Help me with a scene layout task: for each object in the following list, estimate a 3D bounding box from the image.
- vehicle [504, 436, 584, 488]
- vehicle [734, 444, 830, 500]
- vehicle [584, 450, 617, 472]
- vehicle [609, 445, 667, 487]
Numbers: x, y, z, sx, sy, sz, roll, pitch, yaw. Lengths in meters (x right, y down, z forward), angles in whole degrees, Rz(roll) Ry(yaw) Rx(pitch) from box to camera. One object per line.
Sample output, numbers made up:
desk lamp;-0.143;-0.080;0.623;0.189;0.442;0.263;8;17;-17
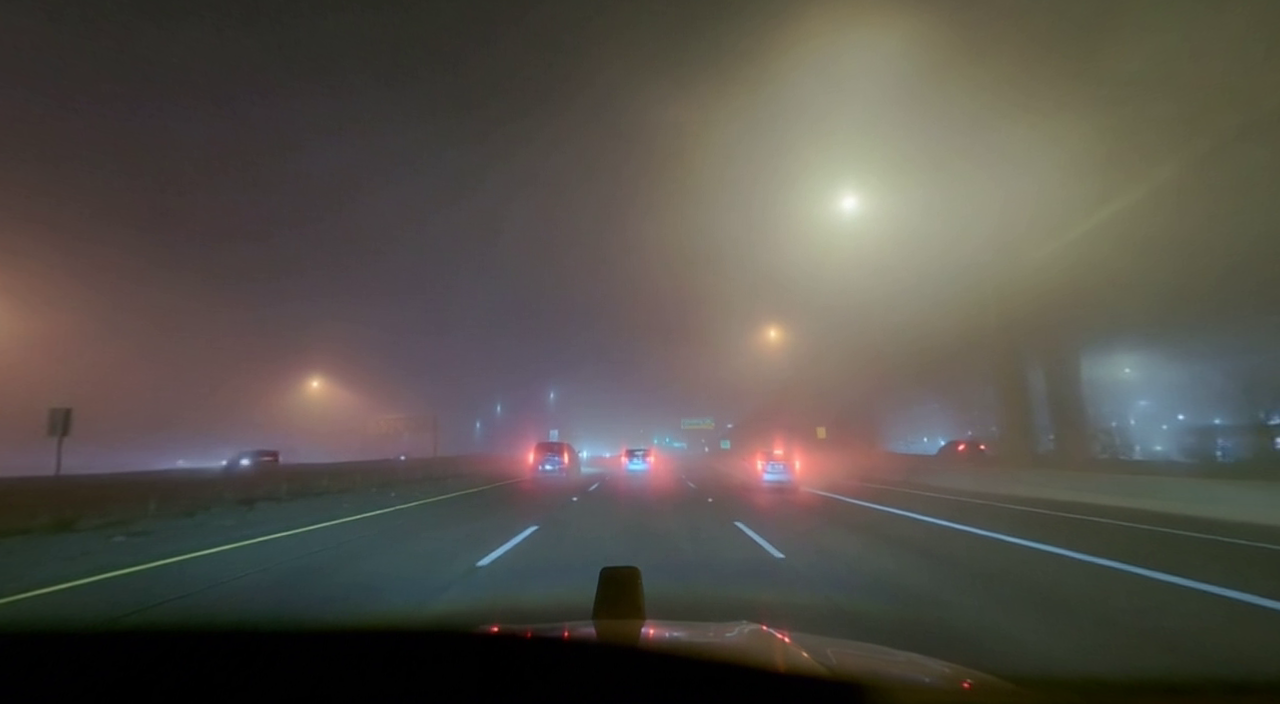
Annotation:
vehicle;-3.640;4.269;24.828;2.142;1.819;4.648;0;-9;3
vehicle;4.164;3.582;19.193;1.974;1.490;3.994;0;-9;0
vehicle;-2.790;7.775;44.979;1.868;1.431;4.055;0;-9;3
vehicle;-0.015;4.415;24.713;2.089;1.493;3.964;0;-8;1
